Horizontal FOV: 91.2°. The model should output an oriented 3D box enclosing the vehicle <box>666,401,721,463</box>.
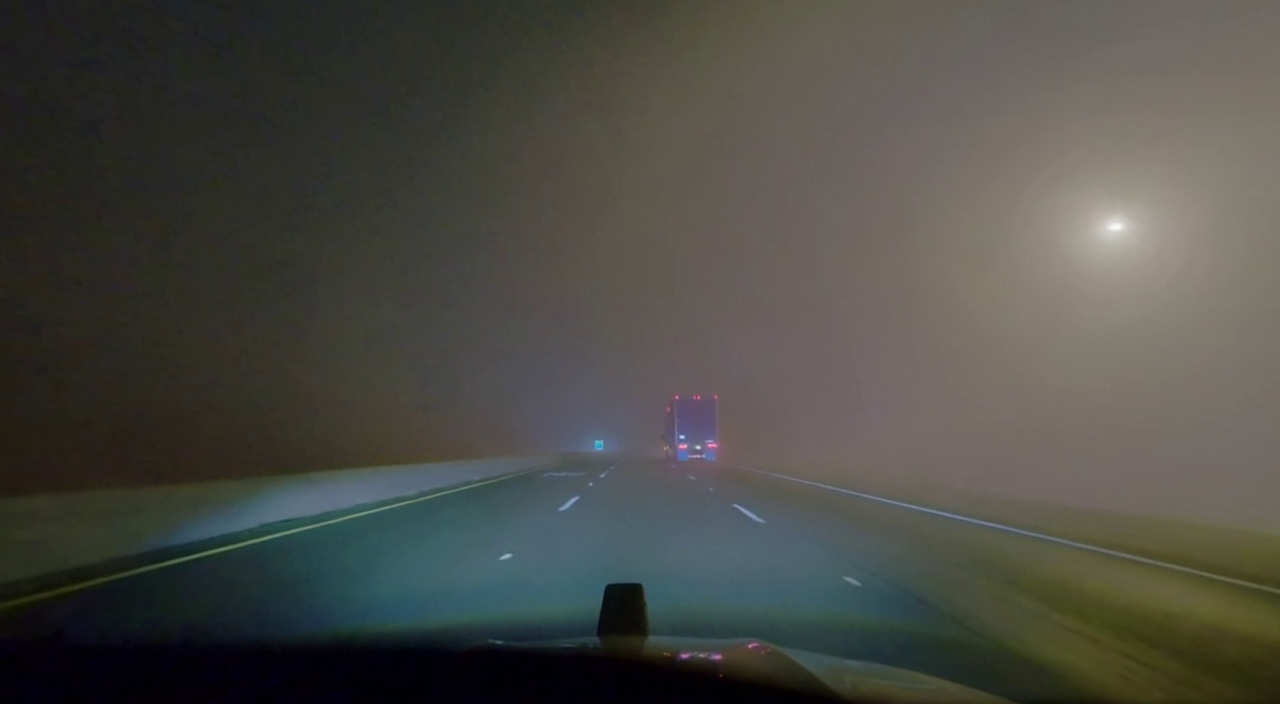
[{"bbox_3d":[3.871,6.343,48.862,2.933,4.100,14.317,0,-8,0],"label":"vehicle"}]
